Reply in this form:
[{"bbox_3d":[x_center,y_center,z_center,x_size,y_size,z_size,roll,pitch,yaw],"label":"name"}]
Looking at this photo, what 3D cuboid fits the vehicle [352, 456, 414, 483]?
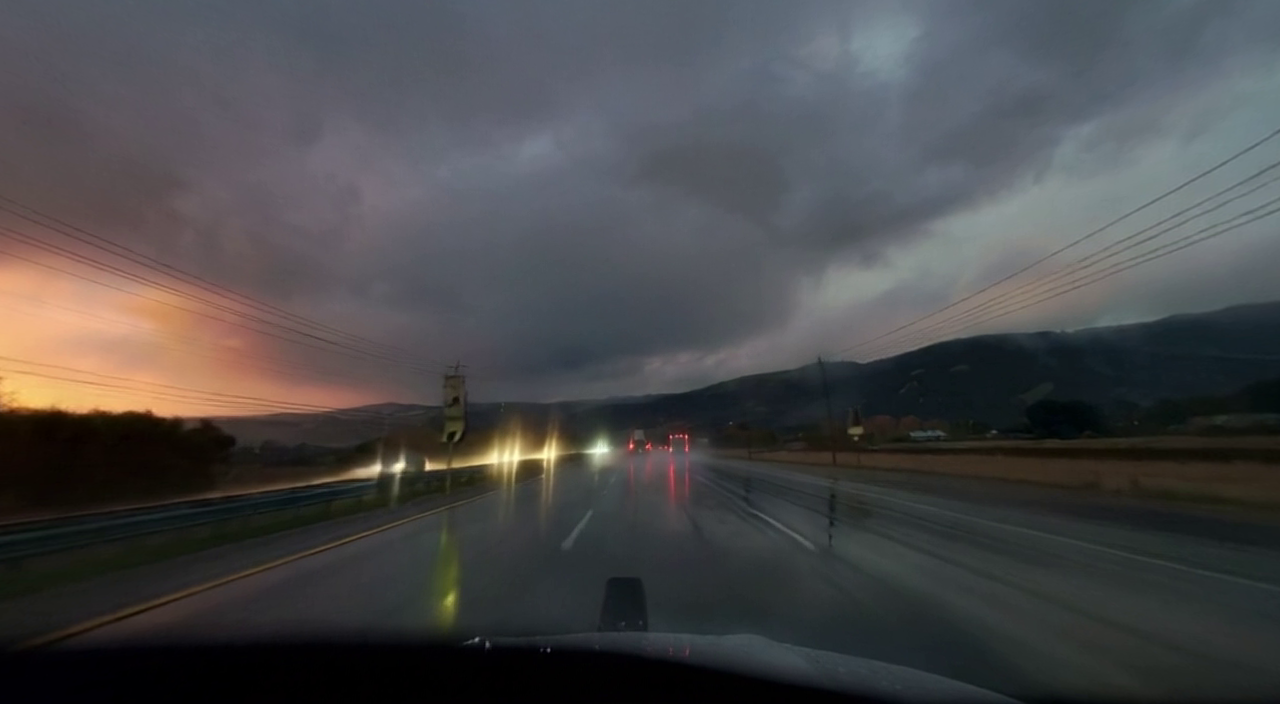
[{"bbox_3d":[-16.408,7.513,40.532,1.884,1.476,4.798,0,-8,1],"label":"vehicle"}]
